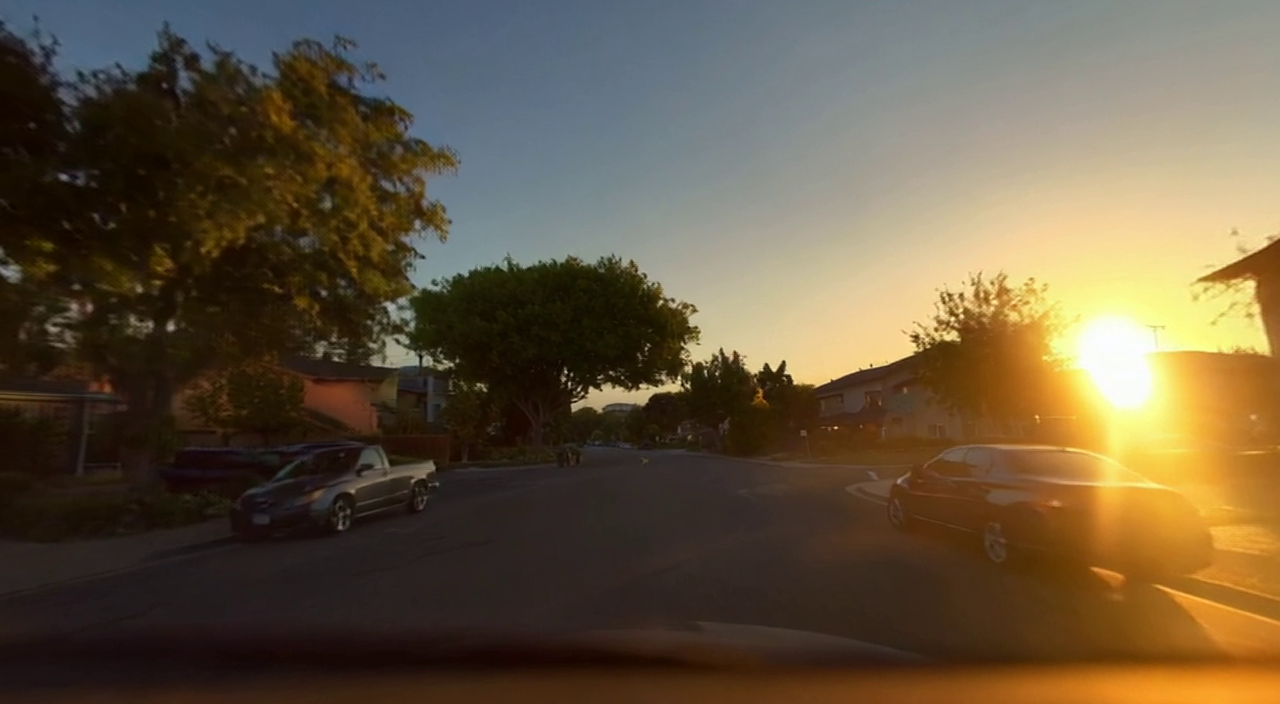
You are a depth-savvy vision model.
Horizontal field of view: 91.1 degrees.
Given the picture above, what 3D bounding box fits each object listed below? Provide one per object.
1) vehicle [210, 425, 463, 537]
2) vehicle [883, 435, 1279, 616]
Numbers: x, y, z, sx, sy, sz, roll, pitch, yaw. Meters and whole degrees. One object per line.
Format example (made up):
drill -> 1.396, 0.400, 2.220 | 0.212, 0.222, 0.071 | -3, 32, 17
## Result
vehicle -> -5.098, 2.300, 11.467 | 1.943, 1.433, 4.717 | -6, -11, 5
vehicle -> 4.624, 1.732, 7.546 | 1.931, 1.395, 4.793 | 1, -8, 6
